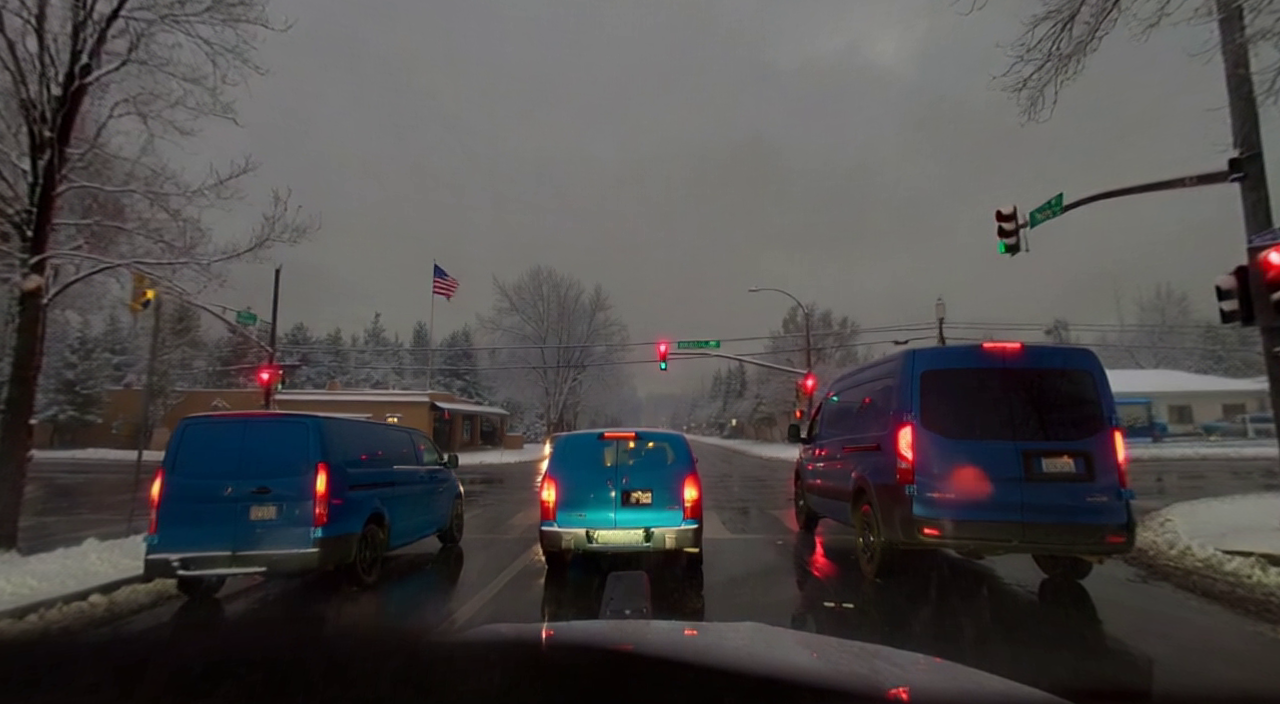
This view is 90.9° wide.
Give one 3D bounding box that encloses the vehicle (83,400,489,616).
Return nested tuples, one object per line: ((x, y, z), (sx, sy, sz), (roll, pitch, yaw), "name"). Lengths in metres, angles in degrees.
((-3.299, 1.529, 7.039), (2.024, 1.677, 3.998), (-1, -9, 3), "vehicle")

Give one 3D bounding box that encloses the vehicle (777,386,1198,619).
((3.095, 1.460, 7.013), (2.178, 1.746, 4.400), (0, -9, 1), "vehicle")

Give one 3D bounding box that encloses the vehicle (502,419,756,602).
((-0.130, 1.619, 7.345), (2.098, 1.494, 4.118), (0, -9, -1), "vehicle")
